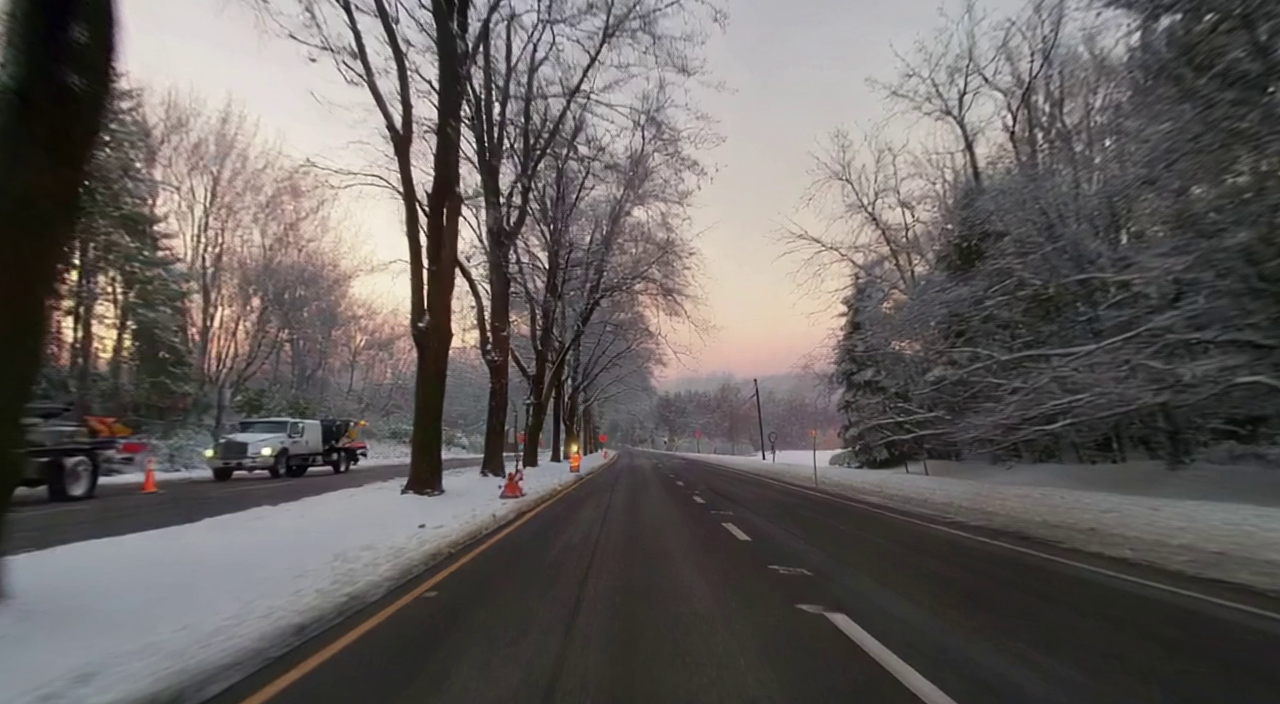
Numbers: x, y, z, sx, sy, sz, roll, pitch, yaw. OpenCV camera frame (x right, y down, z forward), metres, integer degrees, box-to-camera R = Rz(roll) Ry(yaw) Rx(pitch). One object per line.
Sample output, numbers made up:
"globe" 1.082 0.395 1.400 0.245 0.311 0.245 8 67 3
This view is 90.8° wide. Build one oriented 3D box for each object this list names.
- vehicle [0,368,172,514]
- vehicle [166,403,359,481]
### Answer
"vehicle" -16.287 2.206 15.450 3.171 3.299 9.207 0 -9 -5
"vehicle" -19.293 4.864 33.610 2.956 3.466 10.408 -1 -9 6
